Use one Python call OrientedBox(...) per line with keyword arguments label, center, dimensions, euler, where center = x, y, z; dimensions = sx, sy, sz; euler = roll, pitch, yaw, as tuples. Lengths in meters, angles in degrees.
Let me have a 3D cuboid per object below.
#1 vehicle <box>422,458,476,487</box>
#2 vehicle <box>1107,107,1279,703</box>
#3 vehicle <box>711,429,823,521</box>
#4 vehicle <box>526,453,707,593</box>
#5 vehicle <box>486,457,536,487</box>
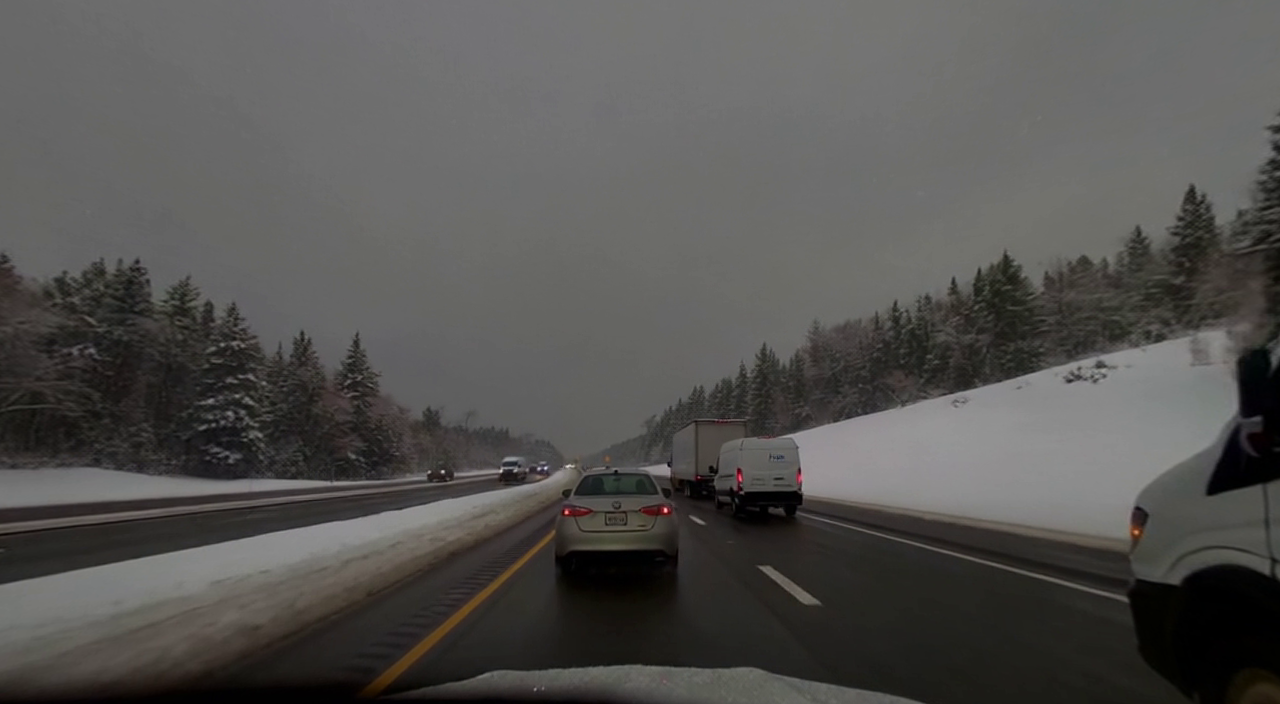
OrientedBox(label="vehicle", center=(-10.850, 6.915, 36.153), dimensions=(1.872, 1.510, 4.266), euler=(1, -11, -2))
OrientedBox(label="vehicle", center=(5.540, -0.290, 0.608), dimensions=(2.890, 3.726, 9.269), euler=(1, -11, 0))
OrientedBox(label="vehicle", center=(3.876, 3.961, 20.481), dimensions=(2.328, 2.537, 5.290), euler=(1, -11, -2))
OrientedBox(label="vehicle", center=(-0.290, 2.209, 8.692), dimensions=(1.980, 1.493, 3.410), euler=(1, -11, -1))
OrientedBox(label="vehicle", center=(-7.465, 7.018, 36.930), dimensions=(2.069, 1.628, 4.479), euler=(1, -11, -1))
